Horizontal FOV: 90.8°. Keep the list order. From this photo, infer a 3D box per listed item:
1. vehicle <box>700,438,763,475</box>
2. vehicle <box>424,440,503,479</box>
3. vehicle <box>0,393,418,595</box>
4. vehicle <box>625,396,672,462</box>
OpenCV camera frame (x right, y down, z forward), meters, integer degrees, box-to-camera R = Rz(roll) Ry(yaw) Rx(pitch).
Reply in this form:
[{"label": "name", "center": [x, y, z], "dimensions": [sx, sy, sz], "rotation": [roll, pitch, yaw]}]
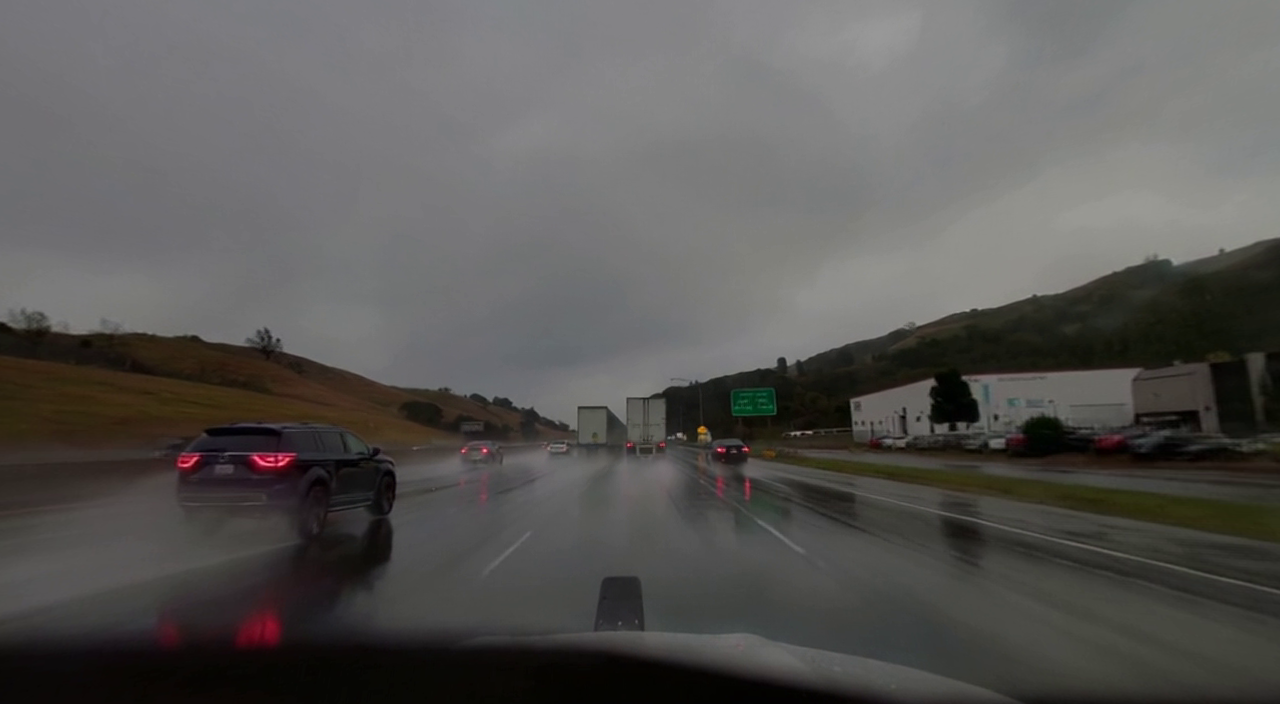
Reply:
[{"label": "vehicle", "center": [3.845, 4.458, 27.230], "dimensions": [2.006, 1.452, 4.246], "rotation": [0, -9, -1]}, {"label": "vehicle", "center": [-7.186, 4.410, 26.251], "dimensions": [1.891, 1.460, 4.506], "rotation": [0, -8, 1]}, {"label": "vehicle", "center": [-4.692, 1.565, 7.808], "dimensions": [2.122, 1.754, 4.379], "rotation": [0, -9, 3]}, {"label": "vehicle", "center": [0.514, 5.631, 44.906], "dimensions": [2.969, 4.104, 10.906], "rotation": [0, -9, 0]}]
